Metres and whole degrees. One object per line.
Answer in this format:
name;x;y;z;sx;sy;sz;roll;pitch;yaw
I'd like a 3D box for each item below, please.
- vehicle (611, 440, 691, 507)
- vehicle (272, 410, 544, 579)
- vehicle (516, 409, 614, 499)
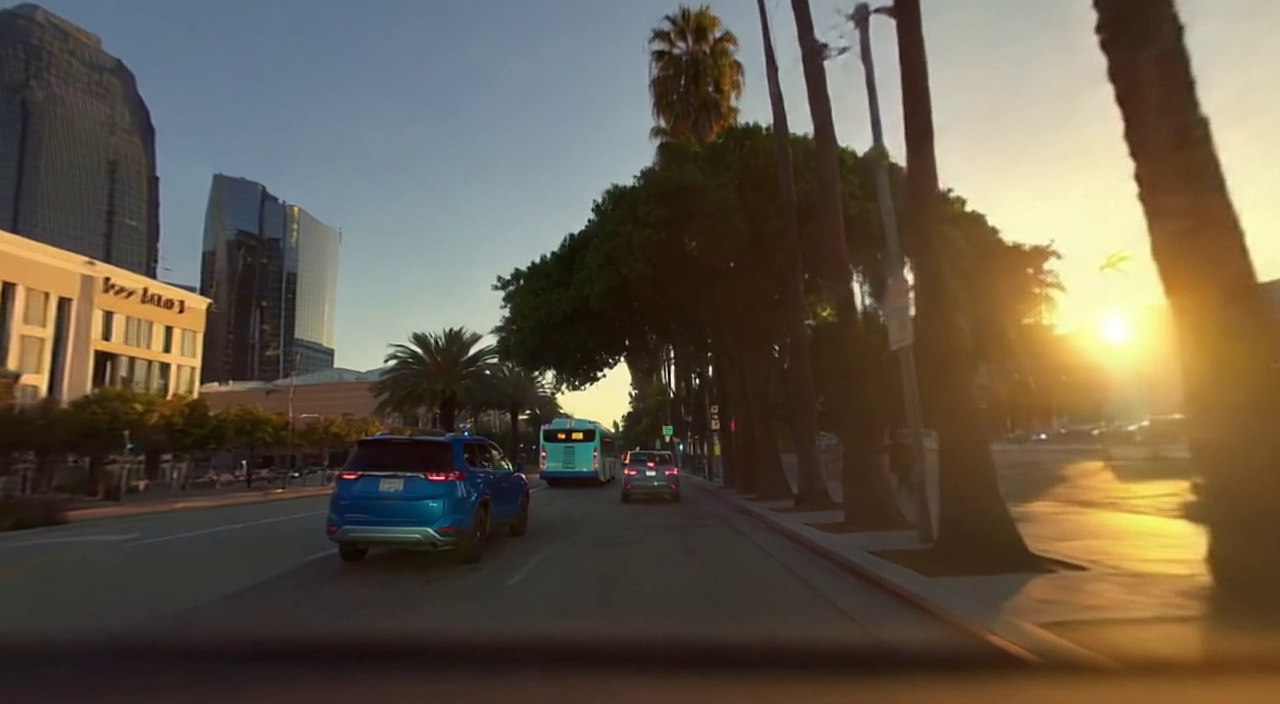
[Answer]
vehicle;0.311;3.588;18.889;2.120;1.727;3.917;1;-9;0
vehicle;-2.896;1.938;9.266;2.124;1.799;4.587;1;-9;1
vehicle;-2.768;4.211;25.979;2.775;3.064;8.297;1;-9;1
